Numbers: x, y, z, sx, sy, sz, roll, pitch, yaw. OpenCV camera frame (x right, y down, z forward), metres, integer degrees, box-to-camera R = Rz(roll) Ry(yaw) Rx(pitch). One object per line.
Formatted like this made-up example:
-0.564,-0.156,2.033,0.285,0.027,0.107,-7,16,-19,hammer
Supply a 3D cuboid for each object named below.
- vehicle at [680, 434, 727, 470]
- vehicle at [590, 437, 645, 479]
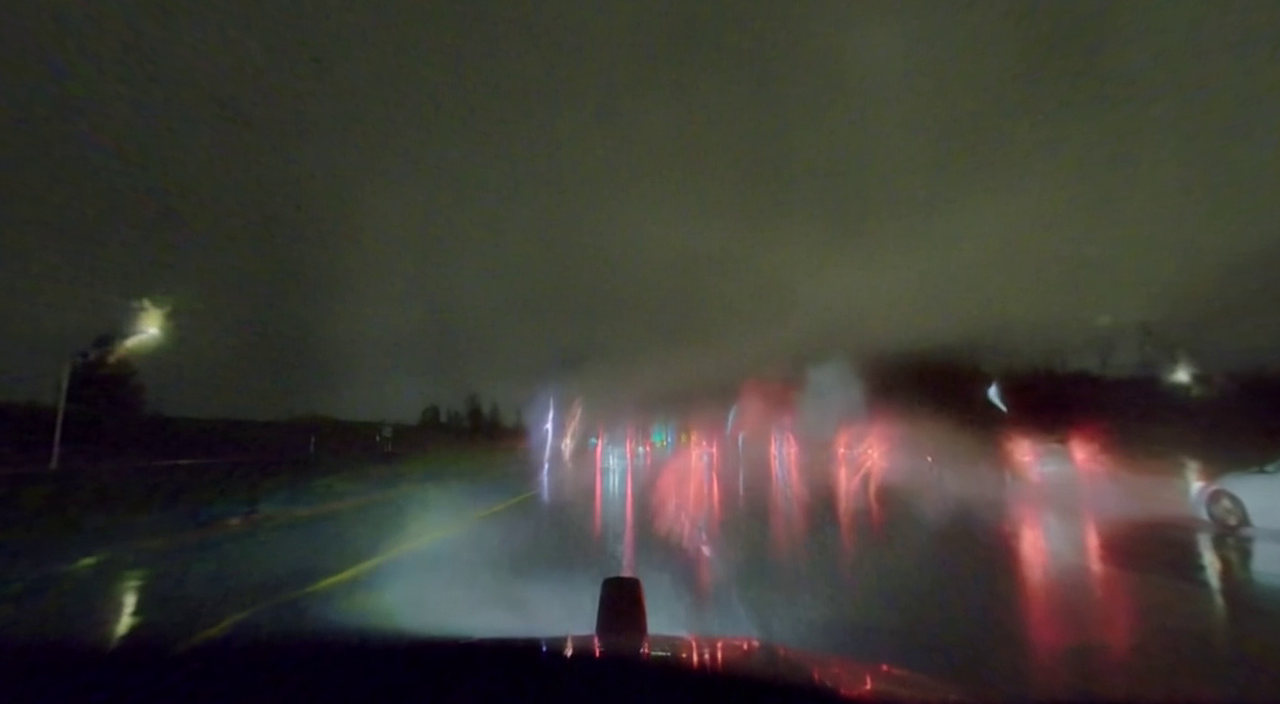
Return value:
3.248,5.230,32.986,2.063,1.698,4.355,0,-8,0,vehicle
-0.830,4.326,25.908,2.050,1.546,4.344,0,-8,1,vehicle
